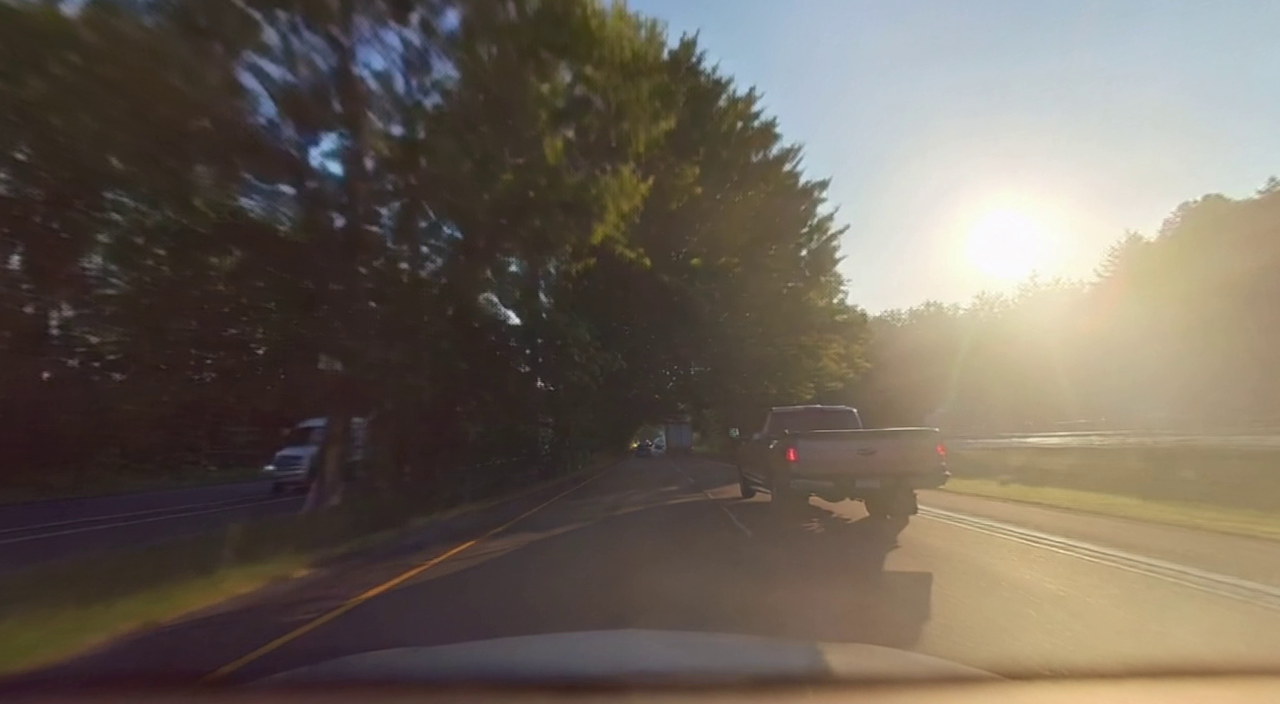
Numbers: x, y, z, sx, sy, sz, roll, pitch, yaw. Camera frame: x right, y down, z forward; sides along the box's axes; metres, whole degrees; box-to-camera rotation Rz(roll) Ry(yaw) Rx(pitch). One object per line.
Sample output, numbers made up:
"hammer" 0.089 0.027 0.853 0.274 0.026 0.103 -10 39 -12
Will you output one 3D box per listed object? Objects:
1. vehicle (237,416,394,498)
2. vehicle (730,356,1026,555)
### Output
"vehicle" -12.830 4.212 25.730 2.603 2.888 6.881 0 -8 1
"vehicle" 3.367 1.712 10.969 2.677 2.439 6.402 0 -8 0
